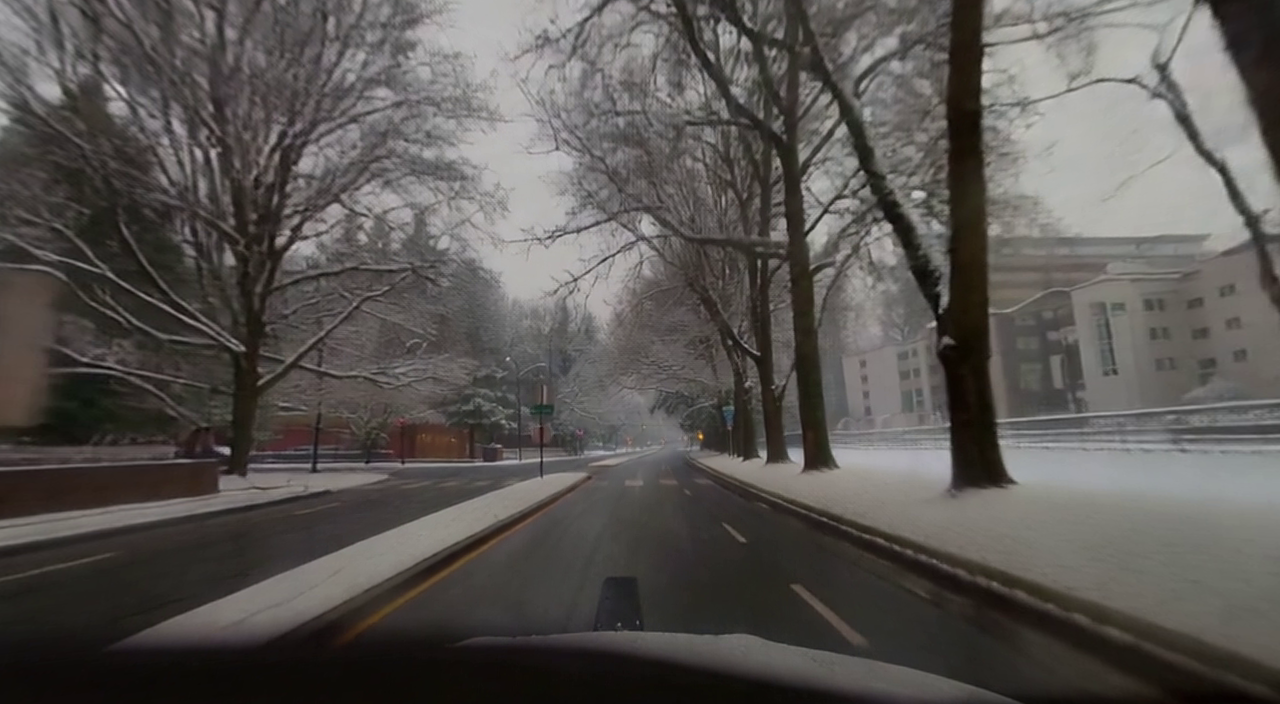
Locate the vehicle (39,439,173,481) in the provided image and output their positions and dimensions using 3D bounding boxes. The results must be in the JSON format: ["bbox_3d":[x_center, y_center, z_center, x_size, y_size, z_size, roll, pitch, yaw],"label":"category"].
[{"bbox_3d":[-23.831,4.878,28.486,1.850,1.662,4.580,1,-10,2],"label":"vehicle"}]
